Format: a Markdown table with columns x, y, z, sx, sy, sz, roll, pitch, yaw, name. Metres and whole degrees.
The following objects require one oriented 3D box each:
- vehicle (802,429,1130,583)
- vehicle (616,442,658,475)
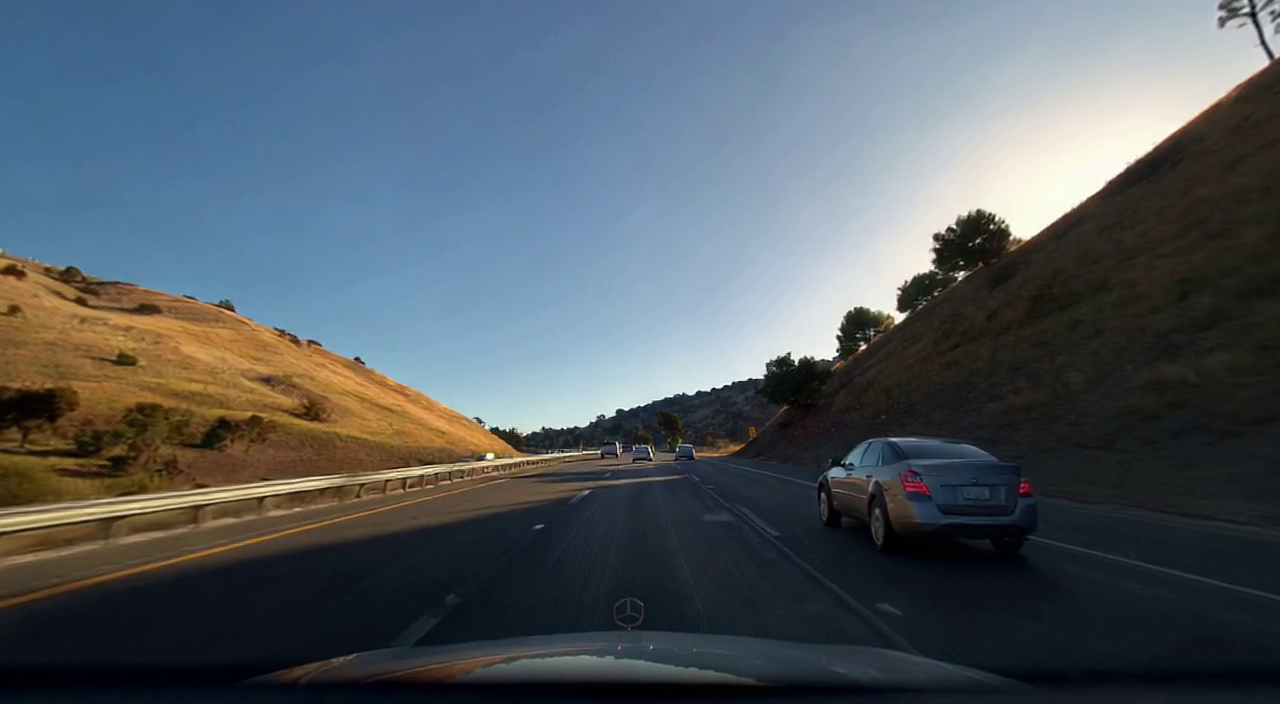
| x | y | z | sx | sy | sz | roll | pitch | yaw | name |
| --- | --- | --- | --- | --- | --- | --- | --- | --- | --- |
| 3.795 | 1.839 | 8.479 | 2.020 | 1.500 | 4.416 | 0 | -8 | 0 | vehicle |
| -0.089 | 5.396 | 32.259 | 1.986 | 1.576 | 4.312 | 0 | -8 | 1 | vehicle |
